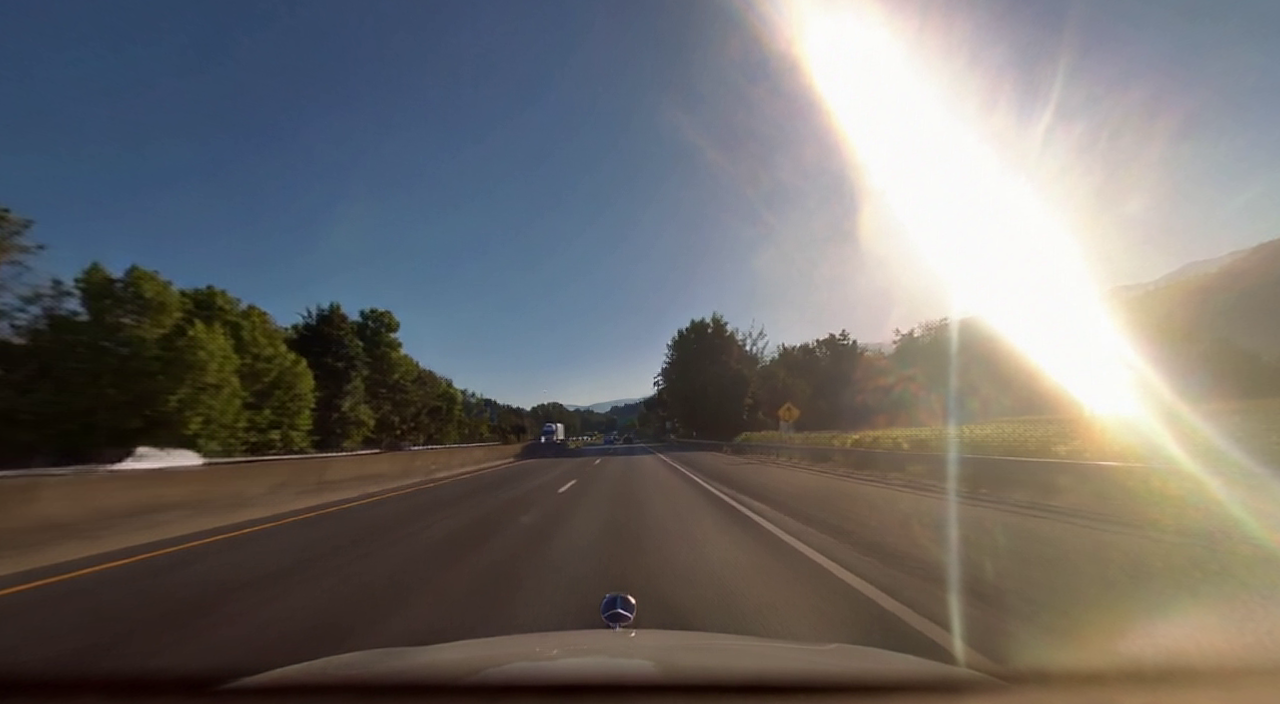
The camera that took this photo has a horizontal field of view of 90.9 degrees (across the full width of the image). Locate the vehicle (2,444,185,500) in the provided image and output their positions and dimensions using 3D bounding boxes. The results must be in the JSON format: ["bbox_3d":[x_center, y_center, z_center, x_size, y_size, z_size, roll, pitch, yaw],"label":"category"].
[{"bbox_3d":[-16.463,3.595,19.338,1.919,1.451,4.196,0,-8,-2],"label":"vehicle"}]
